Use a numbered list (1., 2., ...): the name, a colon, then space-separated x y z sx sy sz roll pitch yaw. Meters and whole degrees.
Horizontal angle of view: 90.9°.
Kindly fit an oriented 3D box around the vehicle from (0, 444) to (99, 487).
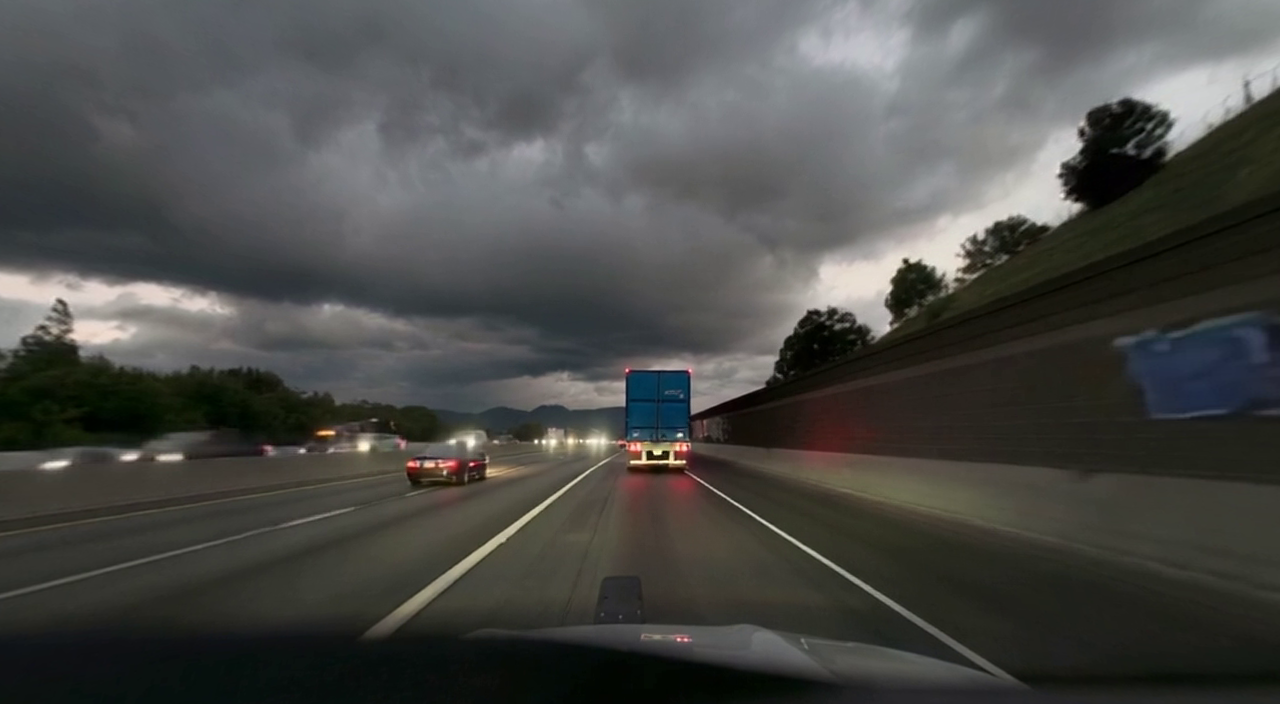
1. vehicle: -22.490 4.126 23.276 1.718 1.411 3.785 0 -8 -1

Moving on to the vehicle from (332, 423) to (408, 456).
1. vehicle: -14.781 4.823 34.813 2.061 1.711 4.859 0 -8 0

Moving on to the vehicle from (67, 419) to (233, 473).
1. vehicle: -14.230 2.755 18.632 1.862 1.426 3.821 0 -8 -1

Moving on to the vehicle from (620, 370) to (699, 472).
1. vehicle: 0.596 3.268 28.806 2.921 3.765 10.773 0 -8 -1

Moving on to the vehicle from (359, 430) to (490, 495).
1. vehicle: -5.734 2.969 17.483 1.982 1.535 4.519 0 -8 1
